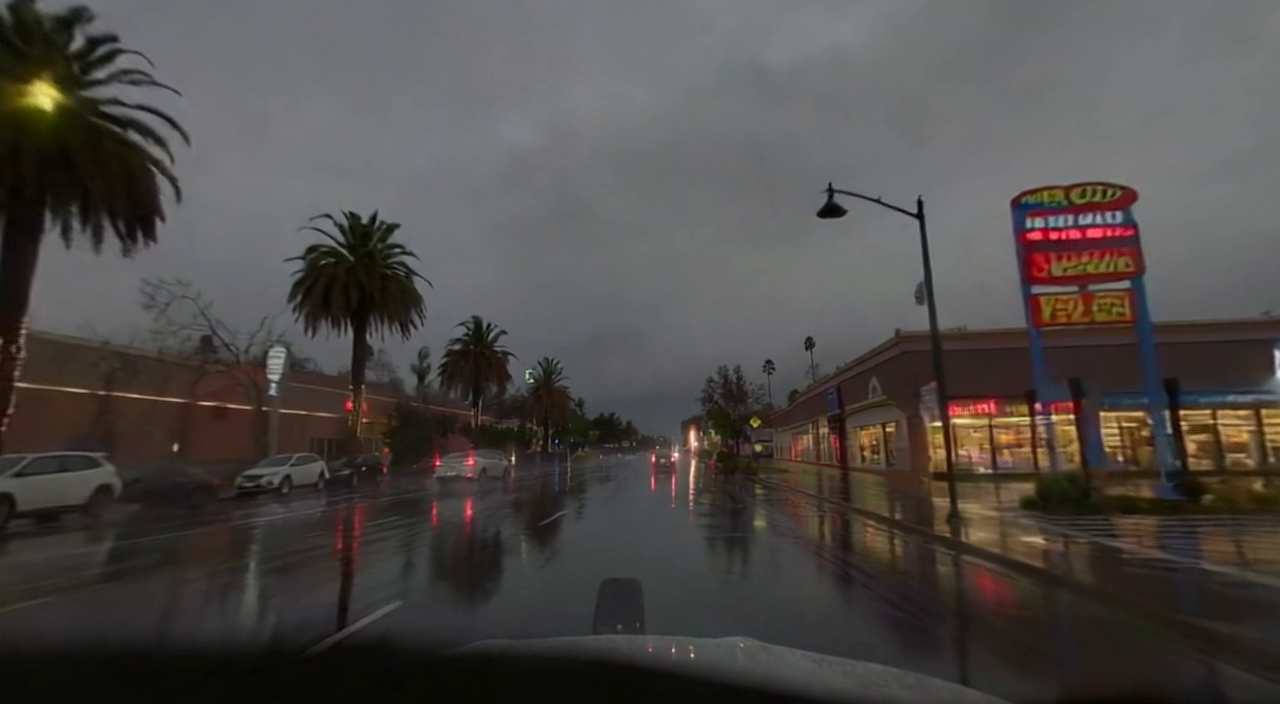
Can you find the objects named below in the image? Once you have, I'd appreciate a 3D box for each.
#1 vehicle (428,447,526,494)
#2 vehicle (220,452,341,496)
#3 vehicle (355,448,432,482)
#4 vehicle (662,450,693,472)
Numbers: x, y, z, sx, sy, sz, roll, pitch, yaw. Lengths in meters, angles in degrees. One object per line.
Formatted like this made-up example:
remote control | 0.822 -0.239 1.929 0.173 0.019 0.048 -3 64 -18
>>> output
vehicle | -5.751 4.228 22.885 2.090 1.520 4.452 0 -9 4
vehicle | -14.132 4.790 25.133 1.874 1.488 4.612 0 -8 4
vehicle | -13.780 6.317 35.551 2.034 1.696 4.809 -1 -9 5
vehicle | 2.771 8.043 46.756 2.139 1.461 4.918 0 -8 3
